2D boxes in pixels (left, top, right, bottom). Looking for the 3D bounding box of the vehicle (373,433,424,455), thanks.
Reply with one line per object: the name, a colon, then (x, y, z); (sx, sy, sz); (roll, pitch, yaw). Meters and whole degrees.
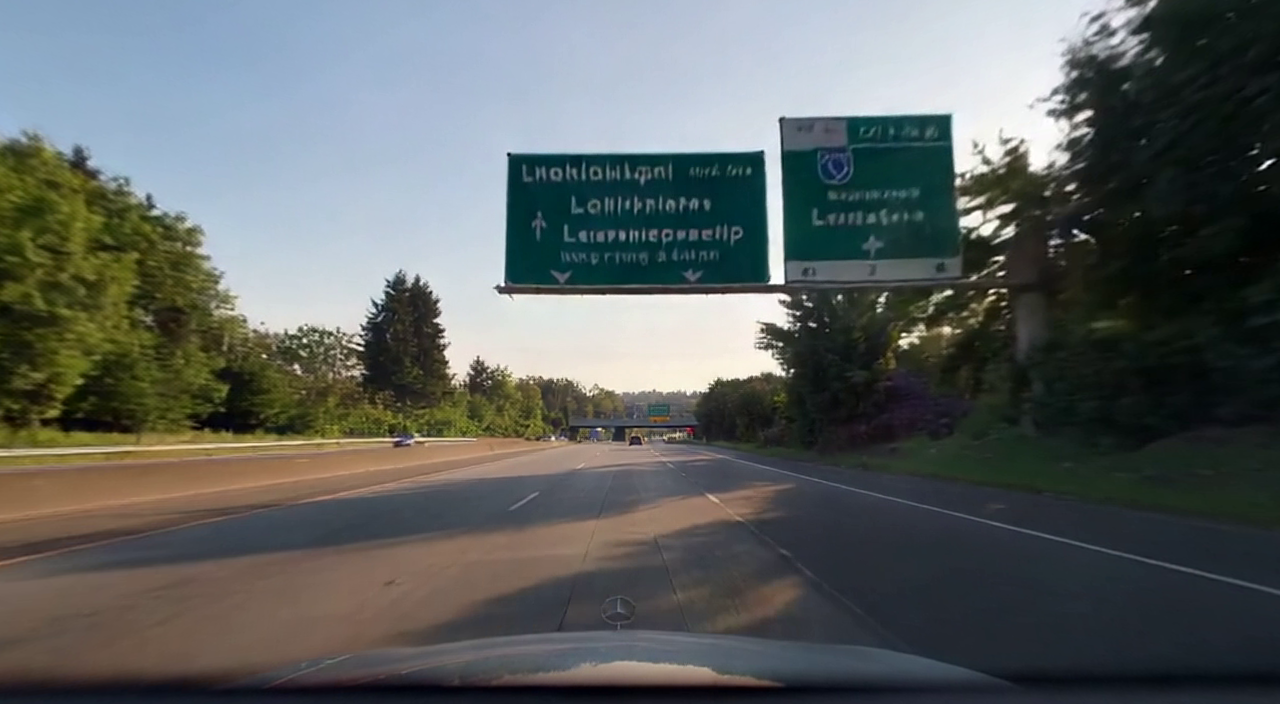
vehicle: (-17.771, 6.744, 46.498); (1.952, 1.511, 4.682); (0, -8, -1)
